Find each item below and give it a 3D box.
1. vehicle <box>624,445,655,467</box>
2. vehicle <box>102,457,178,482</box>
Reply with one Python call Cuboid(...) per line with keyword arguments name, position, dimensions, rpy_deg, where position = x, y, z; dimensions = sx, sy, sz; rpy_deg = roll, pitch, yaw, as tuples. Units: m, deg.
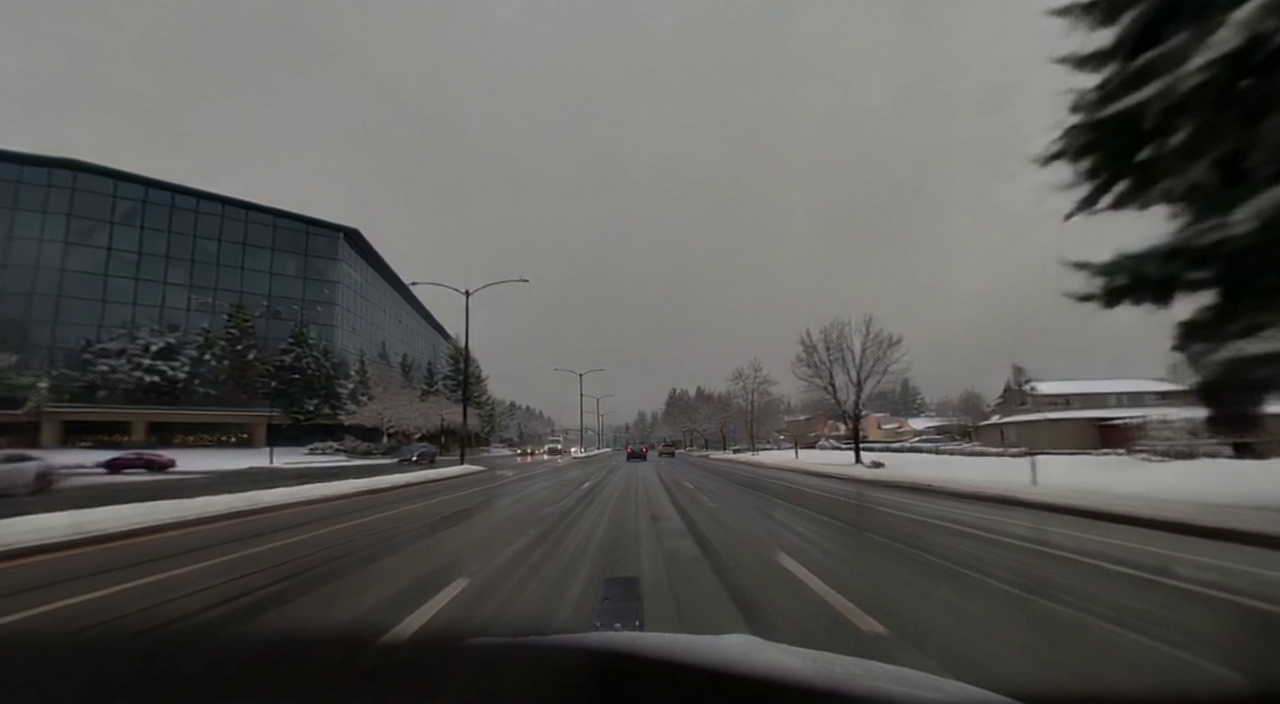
Cuboid(name="vehicle", position=(-0.058, 7.288, 44.404), dimensions=(2.080, 1.445, 4.096), rpy_deg=(0, -9, -1))
Cuboid(name="vehicle", position=(-34.563, 8.091, 43.662), dimensions=(4.090, 1.598, 1.906), rpy_deg=(-3, -9, 14))
